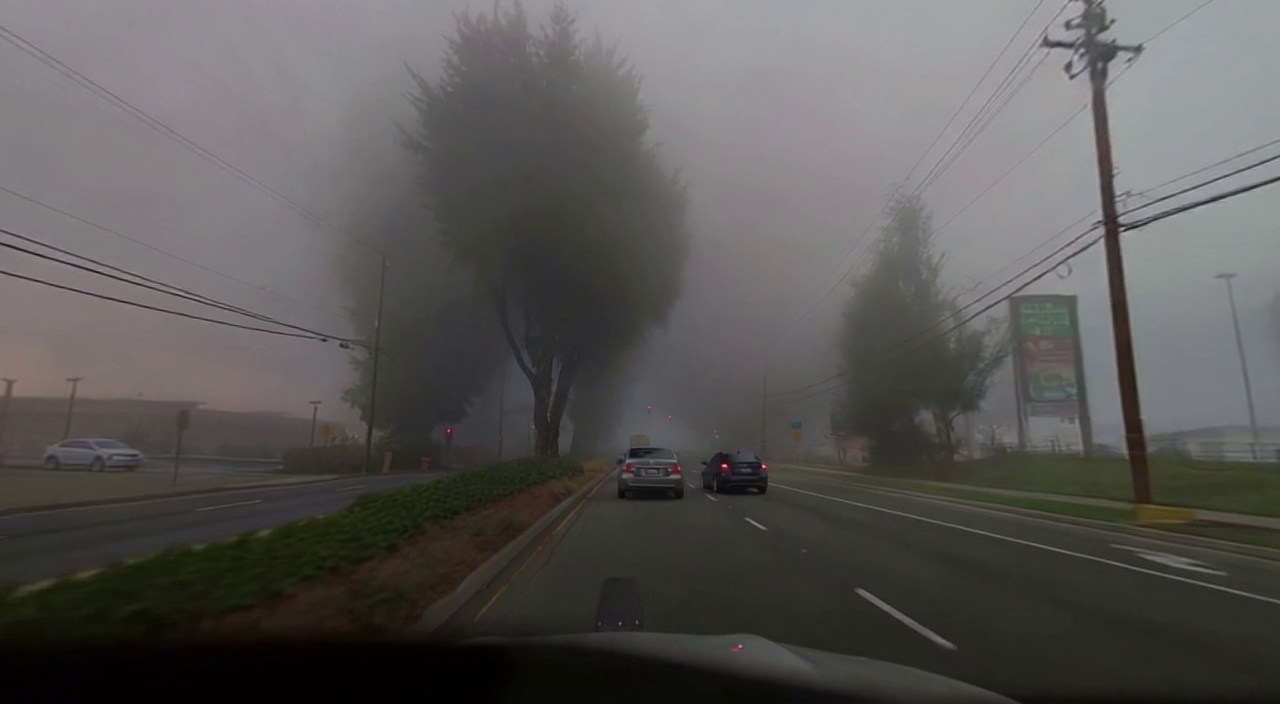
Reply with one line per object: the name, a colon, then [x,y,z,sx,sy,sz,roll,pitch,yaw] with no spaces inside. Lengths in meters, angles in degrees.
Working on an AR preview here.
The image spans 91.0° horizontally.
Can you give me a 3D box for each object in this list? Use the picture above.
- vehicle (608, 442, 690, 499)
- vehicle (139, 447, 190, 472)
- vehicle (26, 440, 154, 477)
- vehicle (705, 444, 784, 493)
vehicle: [0.183,3.414,18.594,2.144,1.473,4.028,0,-8,-1]
vehicle: [-30.120,6.783,39.963,1.939,1.459,3.953,5,-10,-28]
vehicle: [-30.146,5.836,34.660,4.687,1.894,2.149,2,-9,-11]
vehicle: [3.428,3.886,21.440,1.985,1.489,4.036,0,-8,-1]
